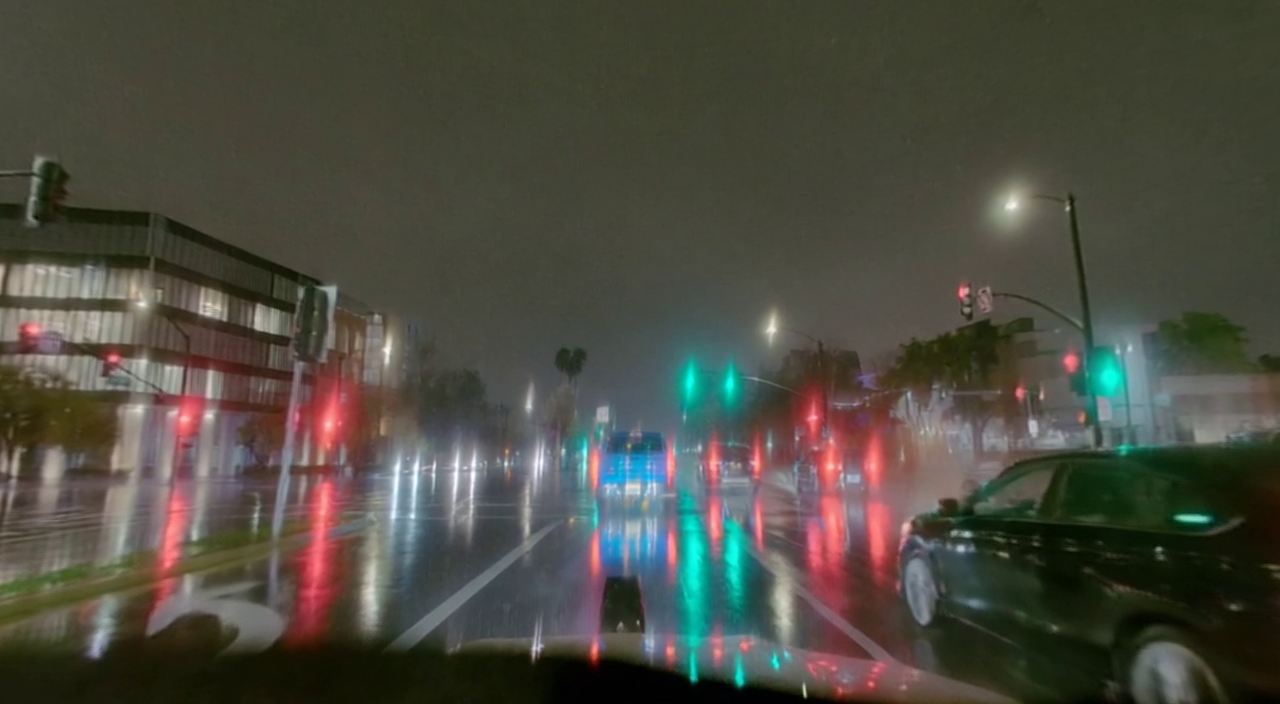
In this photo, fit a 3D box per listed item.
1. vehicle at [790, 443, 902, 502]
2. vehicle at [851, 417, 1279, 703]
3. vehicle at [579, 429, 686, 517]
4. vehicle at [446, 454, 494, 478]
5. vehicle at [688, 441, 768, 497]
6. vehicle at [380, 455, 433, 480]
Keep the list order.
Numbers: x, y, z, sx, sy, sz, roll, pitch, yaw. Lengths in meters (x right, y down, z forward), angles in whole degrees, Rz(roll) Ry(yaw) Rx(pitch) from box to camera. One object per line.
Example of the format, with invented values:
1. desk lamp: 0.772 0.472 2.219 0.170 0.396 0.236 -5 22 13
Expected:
1. vehicle: 6.418 3.781 20.305 2.002 1.651 4.305 0 -8 -2
2. vehicle: 3.208 1.251 4.148 2.057 1.463 4.365 0 -8 -1
3. vehicle: -0.227 2.995 16.206 2.344 1.883 4.572 0 -8 -2
4. vehicle: -11.776 7.916 44.112 1.989 1.459 4.667 0 -8 0
5. vehicle: 2.957 4.054 22.310 2.013 1.742 4.424 0 -8 -2
6. vehicle: -15.841 7.851 43.090 1.915 1.491 4.347 0 -8 0
